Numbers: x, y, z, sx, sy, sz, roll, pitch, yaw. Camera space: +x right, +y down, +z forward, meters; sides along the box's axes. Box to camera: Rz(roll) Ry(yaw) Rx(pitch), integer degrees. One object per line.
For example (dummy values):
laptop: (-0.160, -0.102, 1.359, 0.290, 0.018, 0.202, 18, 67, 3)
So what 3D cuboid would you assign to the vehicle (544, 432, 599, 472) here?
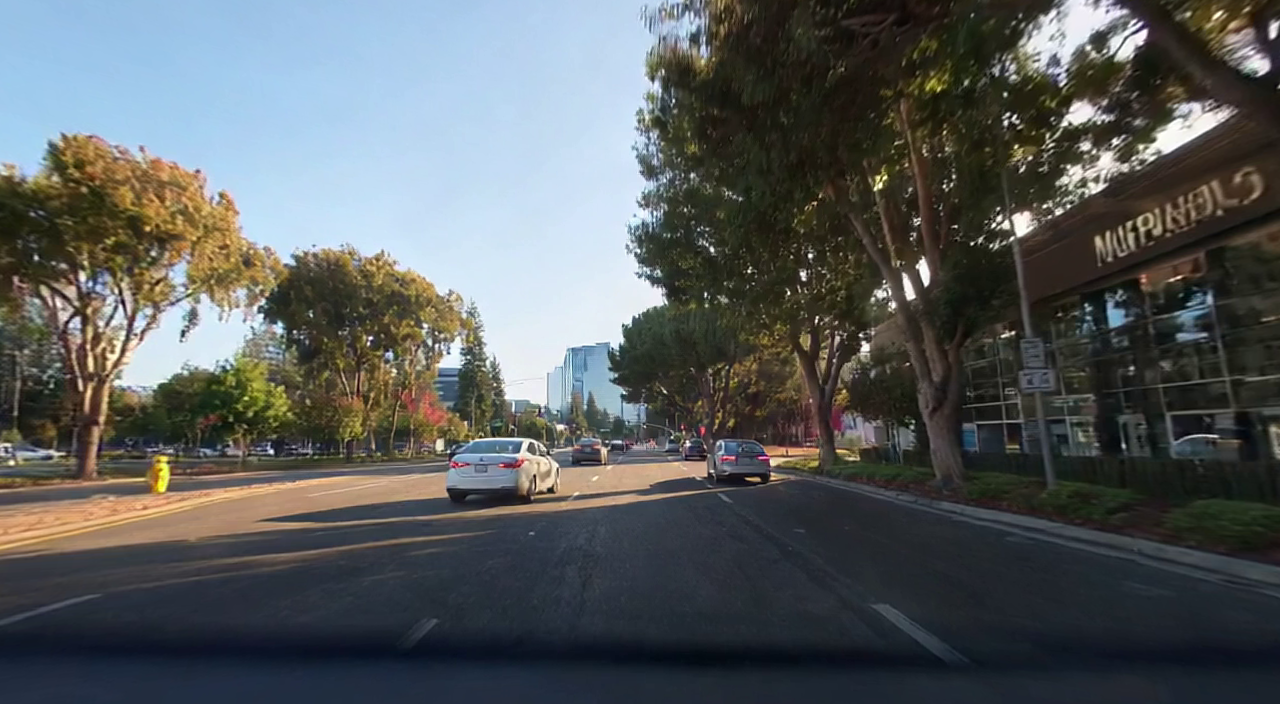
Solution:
vehicle: (-3.183, 4.778, 30.229, 2.023, 1.720, 4.452, 0, -8, 1)

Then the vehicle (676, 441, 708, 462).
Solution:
vehicle: (3.810, 7.367, 46.862, 1.913, 1.463, 4.198, 0, -8, -1)

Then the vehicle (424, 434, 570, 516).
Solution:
vehicle: (-2.790, 2.499, 13.307, 1.971, 1.433, 3.923, -1, -8, 3)

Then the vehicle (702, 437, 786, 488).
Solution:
vehicle: (3.300, 3.592, 20.885, 1.948, 1.474, 4.360, 0, -8, -1)

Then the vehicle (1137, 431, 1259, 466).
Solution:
vehicle: (30.583, 5.302, 34.813, 1.945, 1.746, 4.929, 1, -8, -5)
